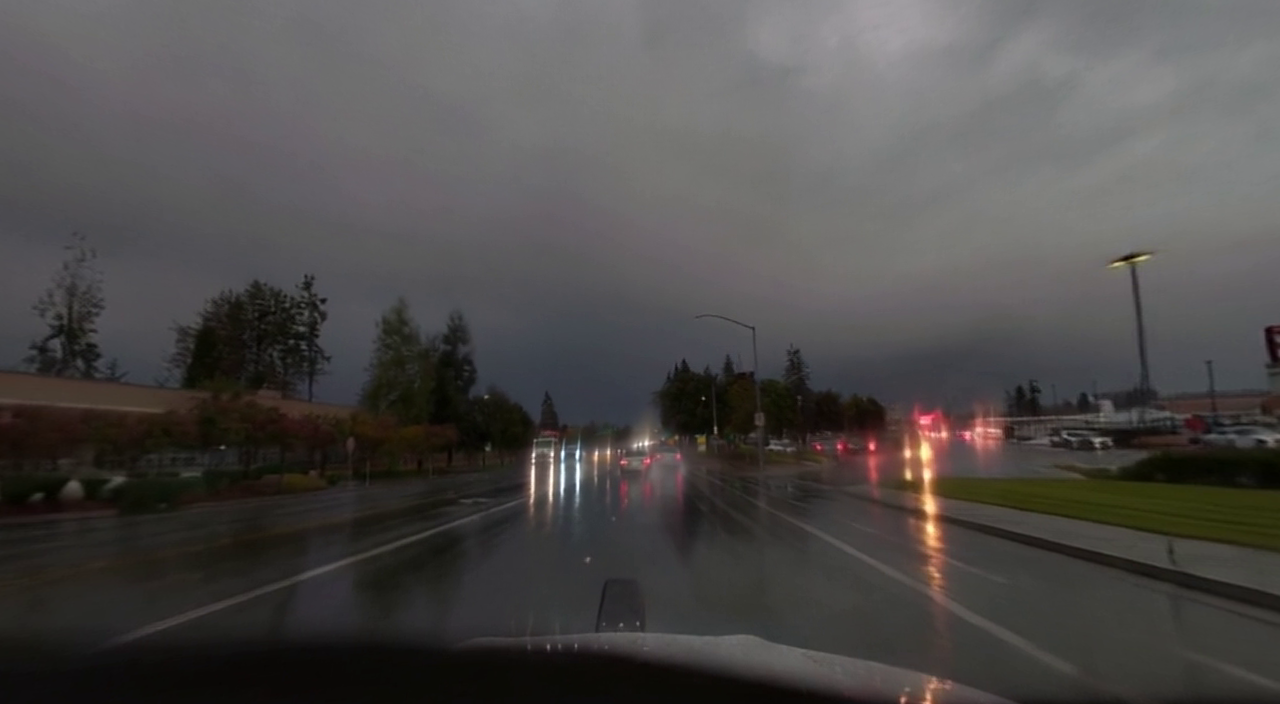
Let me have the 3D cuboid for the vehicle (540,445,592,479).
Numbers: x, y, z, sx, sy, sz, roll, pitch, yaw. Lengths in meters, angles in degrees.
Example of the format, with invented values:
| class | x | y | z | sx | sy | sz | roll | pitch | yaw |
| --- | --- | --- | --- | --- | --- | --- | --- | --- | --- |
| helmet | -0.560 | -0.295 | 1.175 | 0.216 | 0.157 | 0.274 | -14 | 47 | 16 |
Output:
| class | x | y | z | sx | sy | sz | roll | pitch | yaw |
| --- | --- | --- | --- | --- | --- | --- | --- | --- | --- |
| vehicle | -4.485 | 6.754 | 39.277 | 2.298 | 1.905 | 5.777 | -1 | -9 | 2 |

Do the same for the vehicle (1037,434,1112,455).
| class | x | y | z | sx | sy | sz | roll | pitch | yaw |
| --- | --- | --- | --- | --- | --- | --- | --- | --- | --- |
| vehicle | 31.492 | 6.693 | 45.849 | 4.202 | 1.432 | 1.934 | 1 | -9 | -9 |

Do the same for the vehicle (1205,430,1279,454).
| class | x | y | z | sx | sy | sz | roll | pitch | yaw |
| --- | --- | --- | --- | --- | --- | --- | --- | --- | --- |
| vehicle | 39.463 | 5.796 | 40.536 | 1.810 | 1.442 | 4.420 | 1 | -9 | -10 |

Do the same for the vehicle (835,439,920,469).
| class | x | y | z | sx | sy | sz | roll | pitch | yaw |
| --- | --- | --- | --- | --- | --- | --- | --- | --- | --- |
| vehicle | 17.442 | 7.556 | 47.421 | 2.618 | 1.565 | 11.353 | -4 | -7 | 3 |

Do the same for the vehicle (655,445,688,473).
| class | x | y | z | sx | sy | sz | roll | pitch | yaw |
| --- | --- | --- | --- | --- | --- | --- | --- | --- | --- |
| vehicle | 2.085 | 7.074 | 41.948 | 2.046 | 1.768 | 4.370 | -1 | -9 | 2 |

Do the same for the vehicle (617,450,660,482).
| class | x | y | z | sx | sy | sz | roll | pitch | yaw |
| --- | --- | --- | --- | --- | --- | --- | --- | --- | --- |
| vehicle | -0.081 | 5.436 | 30.372 | 1.917 | 1.418 | 3.987 | -1 | -9 | 0 |
